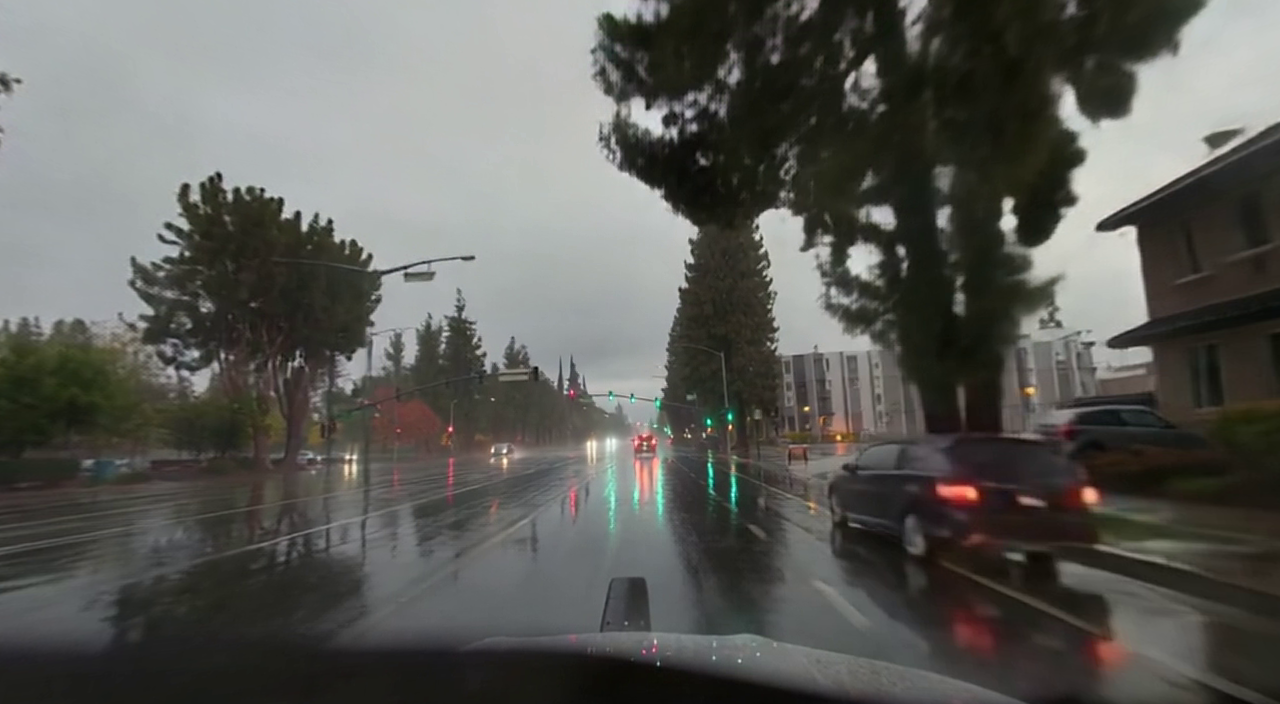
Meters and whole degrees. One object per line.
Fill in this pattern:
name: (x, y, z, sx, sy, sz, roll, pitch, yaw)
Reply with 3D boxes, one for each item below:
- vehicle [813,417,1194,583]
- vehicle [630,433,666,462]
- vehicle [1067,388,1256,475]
vehicle: (3.999, 1.701, 8.126, 2.269, 1.520, 4.410, 0, -8, 0)
vehicle: (0.494, 6.050, 40.113, 2.169, 1.751, 4.276, 0, -8, 0)
vehicle: (14.945, 2.337, 18.389, 2.197, 2.274, 3.589, 1, -8, -4)
